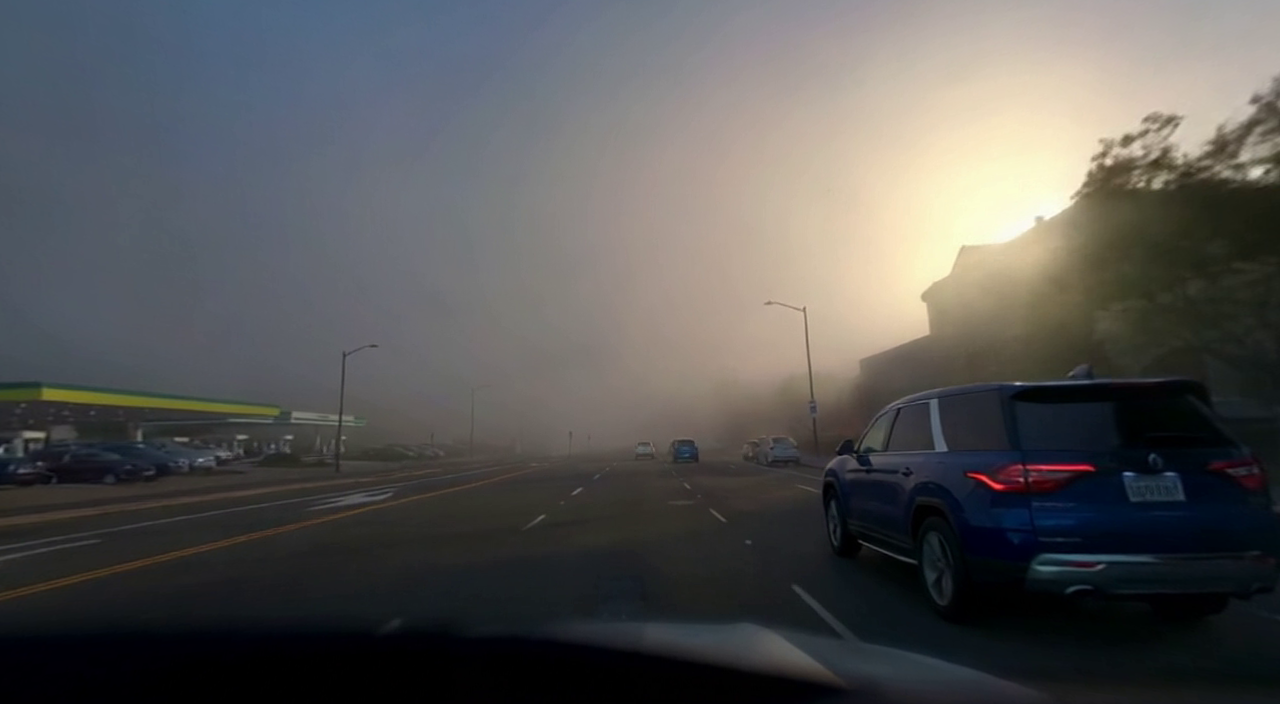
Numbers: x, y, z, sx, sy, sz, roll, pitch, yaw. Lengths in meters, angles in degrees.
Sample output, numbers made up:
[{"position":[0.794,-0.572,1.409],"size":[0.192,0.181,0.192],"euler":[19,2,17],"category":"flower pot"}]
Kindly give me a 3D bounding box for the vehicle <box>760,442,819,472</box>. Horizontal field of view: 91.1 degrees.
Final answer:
[{"position":[7.657,5.407,32.634],"size":[1.895,1.437,4.890],"euler":[0,-9,0],"category":"vehicle"}]

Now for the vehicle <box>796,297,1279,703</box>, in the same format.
[{"position":[3.022,1.073,5.155],"size":[2.246,1.963,4.777],"euler":[0,-9,0],"category":"vehicle"}]

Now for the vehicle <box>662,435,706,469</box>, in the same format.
[{"position":[2.555,6.011,37.813],"size":[2.317,1.857,5.150],"euler":[0,-9,1],"category":"vehicle"}]

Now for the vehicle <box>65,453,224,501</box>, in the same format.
[{"position":[-17.315,4.351,22.291],"size":[1.962,1.496,4.431],"euler":[0,-9,1],"category":"vehicle"}]
